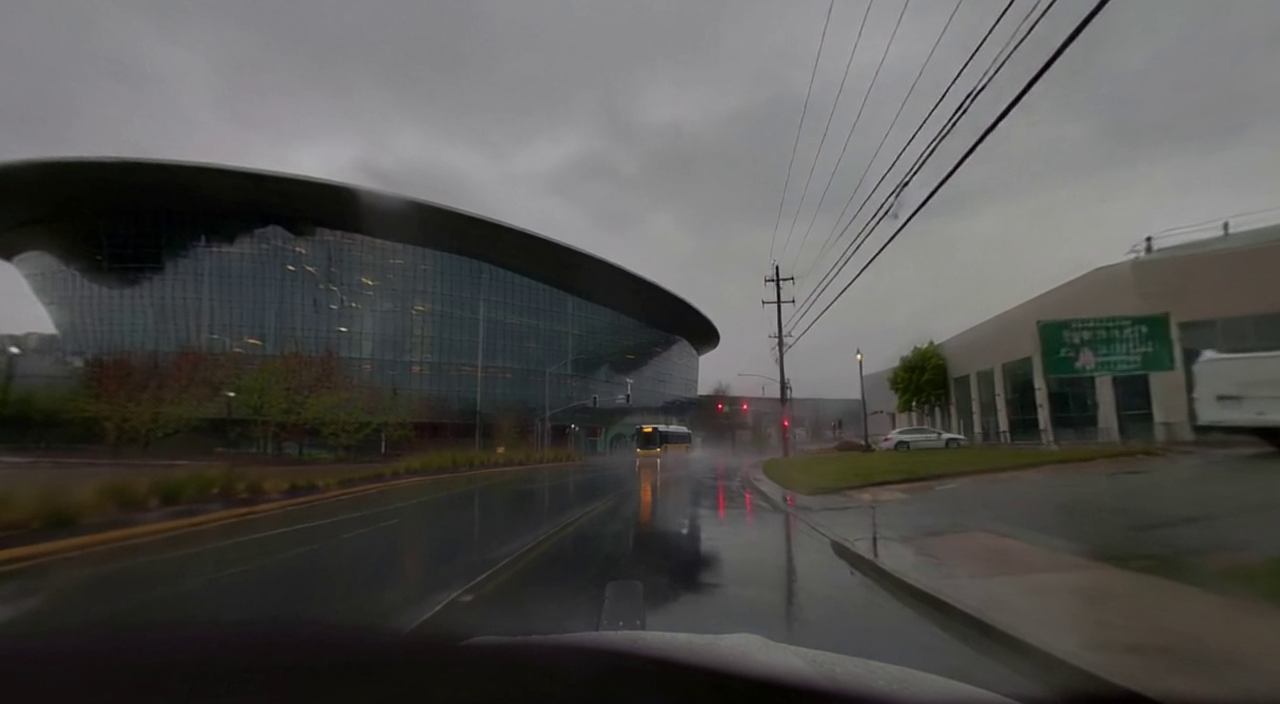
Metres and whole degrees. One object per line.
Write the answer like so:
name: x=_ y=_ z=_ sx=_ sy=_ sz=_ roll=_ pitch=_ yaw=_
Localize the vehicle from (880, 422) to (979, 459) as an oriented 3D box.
vehicle: x=16.719 y=5.177 z=36.599 sx=4.647 sy=1.951 sz=2.304 roll=-3 pitch=-10 yaw=10
